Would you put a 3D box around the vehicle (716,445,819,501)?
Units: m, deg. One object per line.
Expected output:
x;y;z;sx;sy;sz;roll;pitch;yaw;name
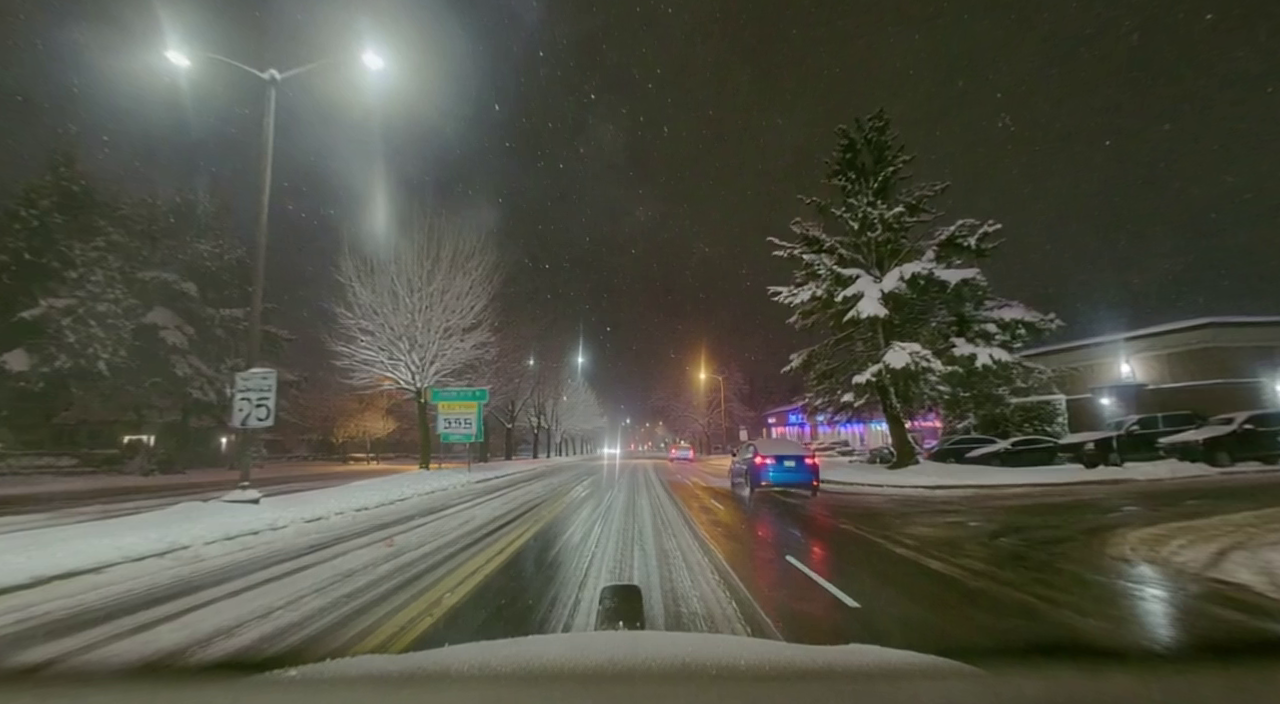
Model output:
3.711;3.585;19.281;2.033;1.482;4.571;0;-8;-2;vehicle

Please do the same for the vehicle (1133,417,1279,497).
17.619;3.268;20.002;2.352;2.140;5.254;-5;-10;30;vehicle

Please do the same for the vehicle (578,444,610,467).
-3.550;8.109;49.605;2.184;1.698;4.324;0;-8;0;vehicle

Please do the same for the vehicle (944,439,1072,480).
15.398;4.502;26.618;4.112;1.642;2.055;0;-8;-2;vehicle

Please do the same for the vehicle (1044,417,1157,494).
14.959;3.371;20.898;2.359;2.154;5.815;-5;-10;31;vehicle
